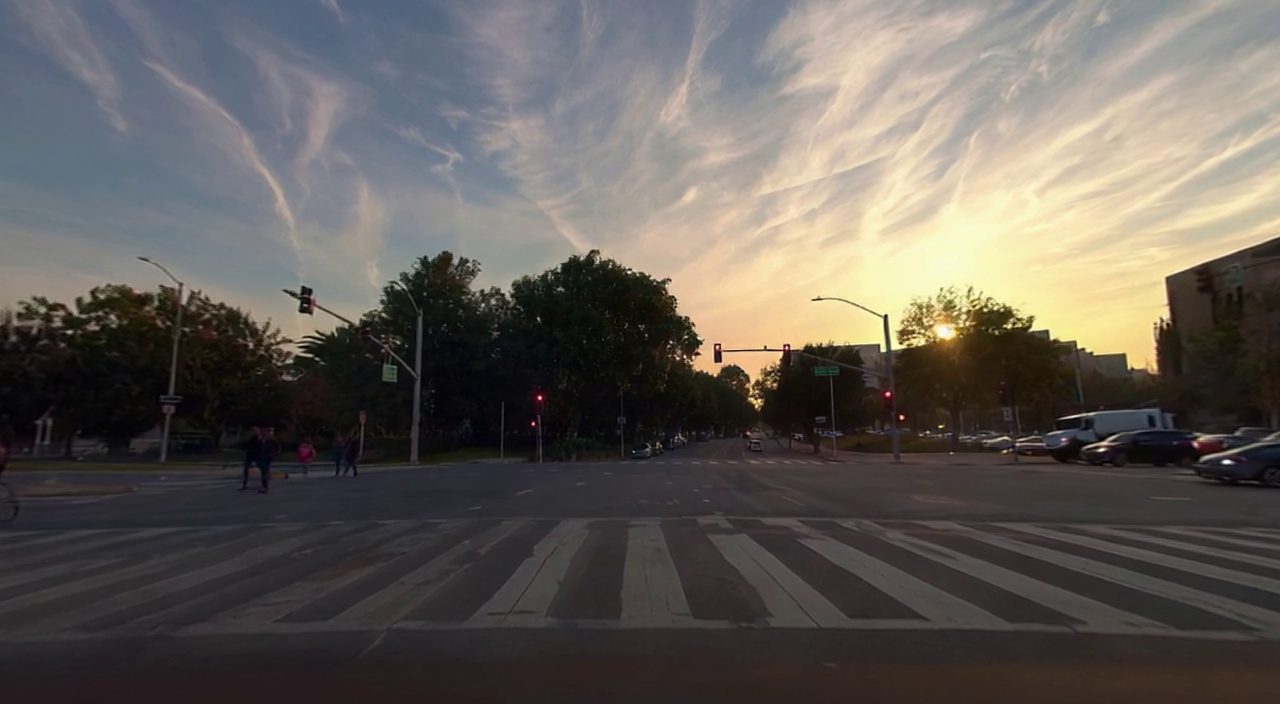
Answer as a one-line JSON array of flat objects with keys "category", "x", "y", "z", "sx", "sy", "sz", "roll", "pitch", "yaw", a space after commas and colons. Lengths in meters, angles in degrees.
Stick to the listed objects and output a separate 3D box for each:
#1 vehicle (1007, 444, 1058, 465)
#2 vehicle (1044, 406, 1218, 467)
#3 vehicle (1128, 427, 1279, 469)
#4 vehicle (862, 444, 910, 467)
[{"category": "vehicle", "x": 27.722, "y": 7.266, "z": 44.755, "sx": 1.589, "sy": 1.405, "sz": 3.633, "roll": -1, "pitch": -9, "yaw": 6}, {"category": "vehicle", "x": 22.994, "y": 4.014, "z": 29.858, "sx": 5.855, "sy": 2.746, "sz": 2.523, "roll": -1, "pitch": -9, "yaw": 4}, {"category": "vehicle", "x": 21.366, "y": 3.567, "z": 23.485, "sx": 4.740, "sy": 1.464, "sz": 1.876, "roll": -1, "pitch": -9, "yaw": 3}, {"category": "vehicle", "x": 17.557, "y": 7.379, "z": 45.282, "sx": 1.789, "sy": 1.557, "sz": 4.293, "roll": 0, "pitch": -9, "yaw": 1}]
